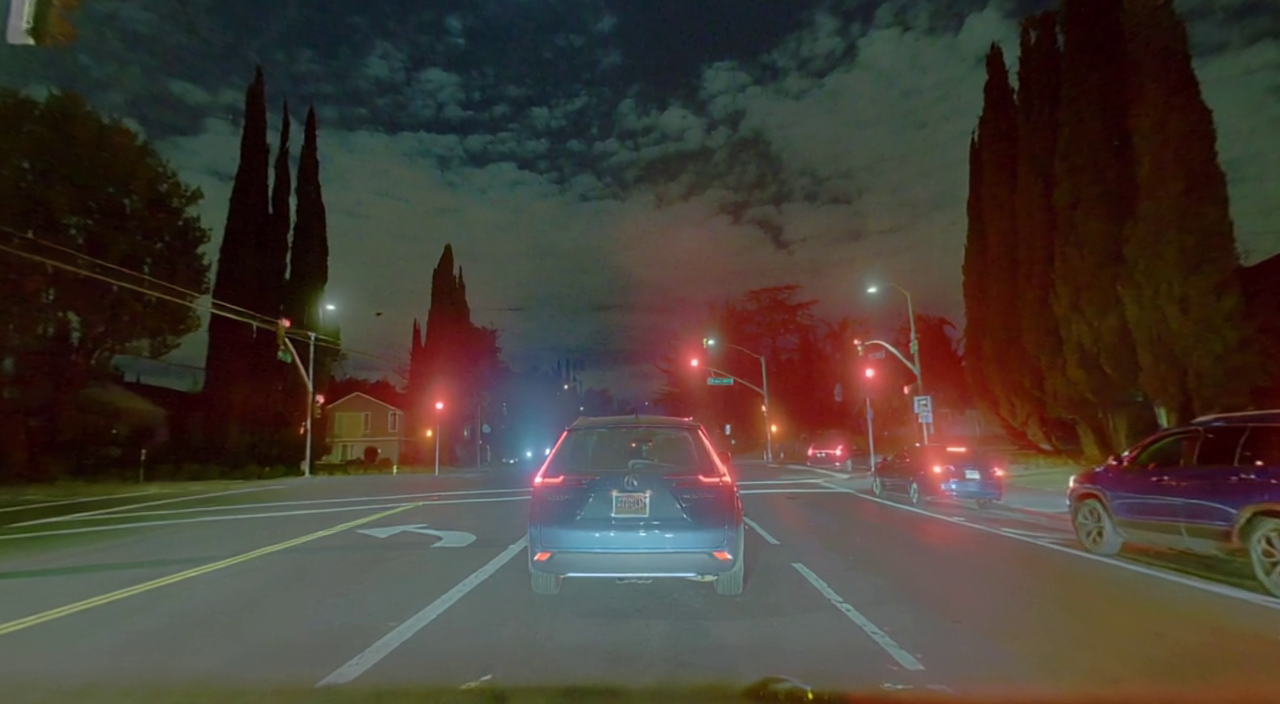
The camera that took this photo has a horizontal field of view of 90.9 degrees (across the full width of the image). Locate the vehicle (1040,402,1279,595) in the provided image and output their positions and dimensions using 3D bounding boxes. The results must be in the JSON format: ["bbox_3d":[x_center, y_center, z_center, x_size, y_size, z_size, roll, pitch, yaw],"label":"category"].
[{"bbox_3d":[7.023,1.541,7.039,1.989,1.791,4.735,0,-8,0],"label":"vehicle"}]

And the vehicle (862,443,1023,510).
[{"bbox_3d":[7.291,3.006,15.812,1.860,1.436,4.479,0,-8,0],"label":"vehicle"}]

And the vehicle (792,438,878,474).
[{"bbox_3d":[9.172,4.810,29.371,2.077,1.527,4.755,-7,-11,39],"label":"vehicle"}]

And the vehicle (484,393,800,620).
[{"bbox_3d":[0.044,1.460,6.907,2.322,1.667,4.367,0,-8,1],"label":"vehicle"}]
